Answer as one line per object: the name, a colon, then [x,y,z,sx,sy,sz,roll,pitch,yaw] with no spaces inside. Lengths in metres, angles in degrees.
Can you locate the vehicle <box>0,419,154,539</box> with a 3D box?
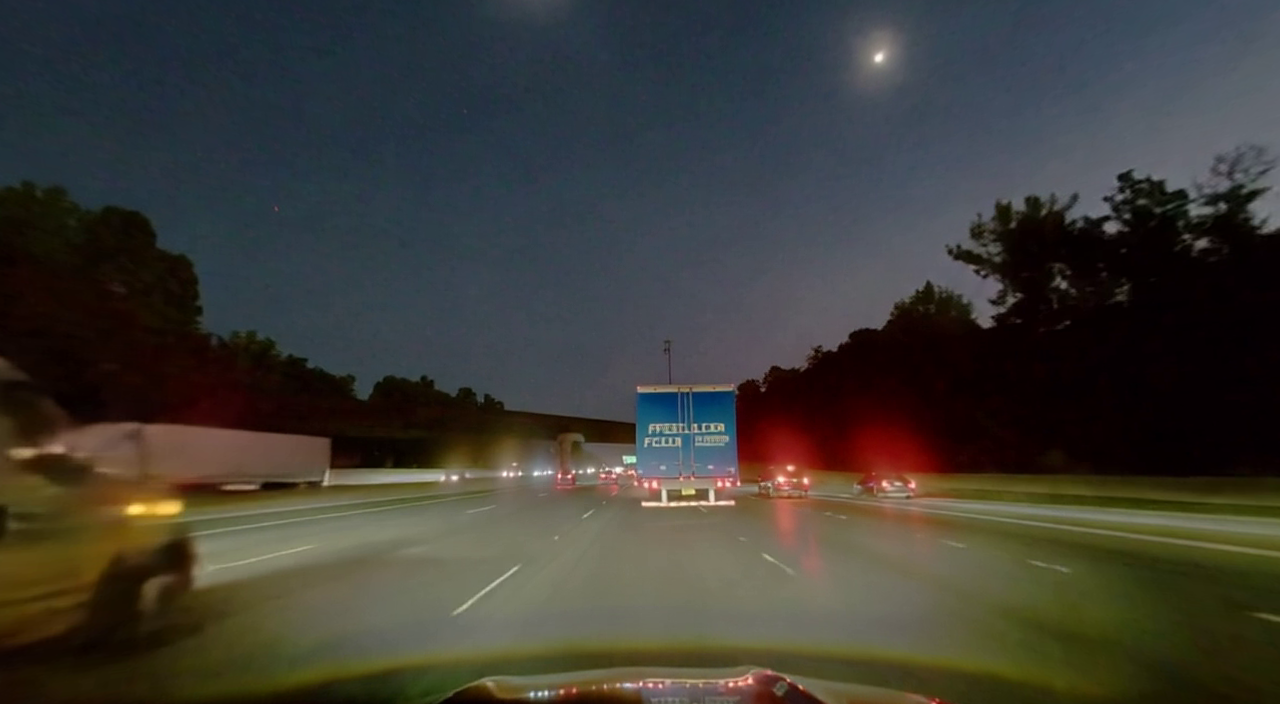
vehicle: [-16.667,3.243,16.236,2.628,2.850,6.822,1,-11,1]

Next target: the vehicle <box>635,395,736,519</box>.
vehicle: [1.406,4.130,24.446,2.980,3.834,9.423,1,-11,-1]
